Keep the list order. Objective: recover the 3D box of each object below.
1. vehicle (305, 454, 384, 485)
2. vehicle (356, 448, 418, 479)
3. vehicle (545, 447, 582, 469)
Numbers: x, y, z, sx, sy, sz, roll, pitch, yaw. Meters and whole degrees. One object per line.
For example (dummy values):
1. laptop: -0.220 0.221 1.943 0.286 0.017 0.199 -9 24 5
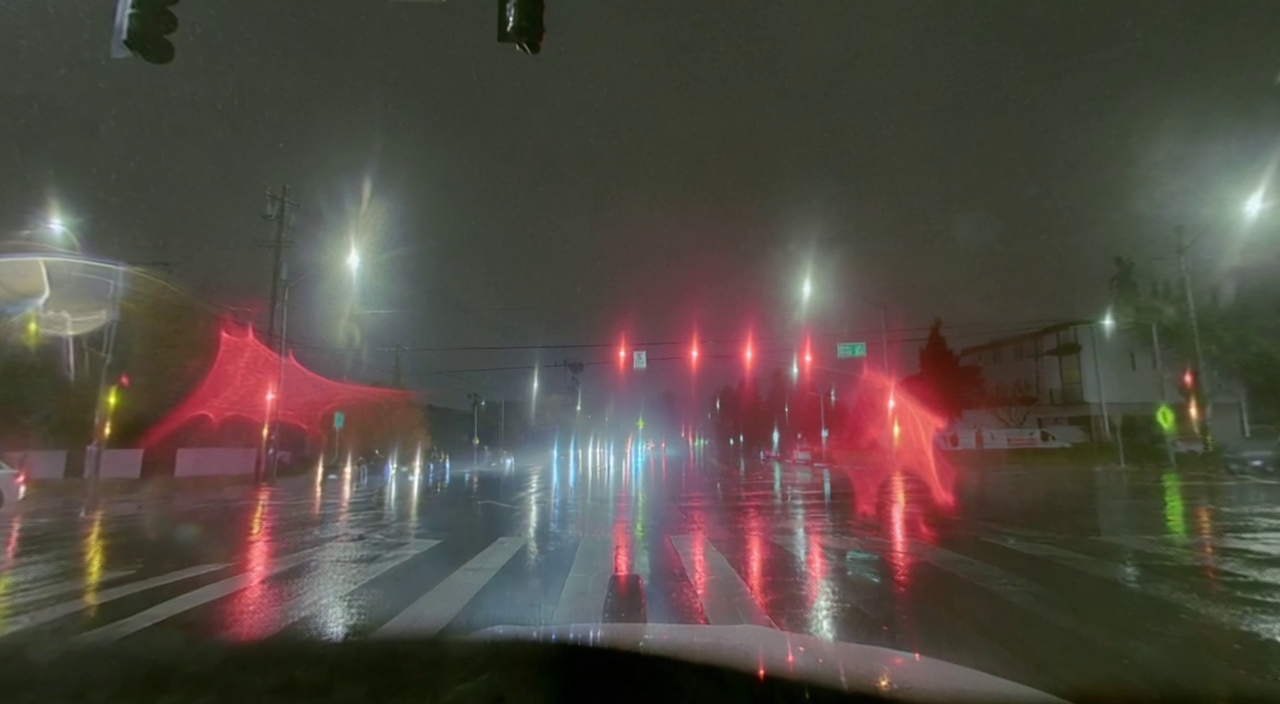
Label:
1. vehicle: -16.094 6.382 34.497 2.055 1.506 4.663 0 -9 -1
2. vehicle: -16.183 7.106 40.443 1.960 1.819 5.018 0 -9 -1
3. vehicle: -5.693 7.932 47.162 2.154 1.501 4.416 0 -9 0
